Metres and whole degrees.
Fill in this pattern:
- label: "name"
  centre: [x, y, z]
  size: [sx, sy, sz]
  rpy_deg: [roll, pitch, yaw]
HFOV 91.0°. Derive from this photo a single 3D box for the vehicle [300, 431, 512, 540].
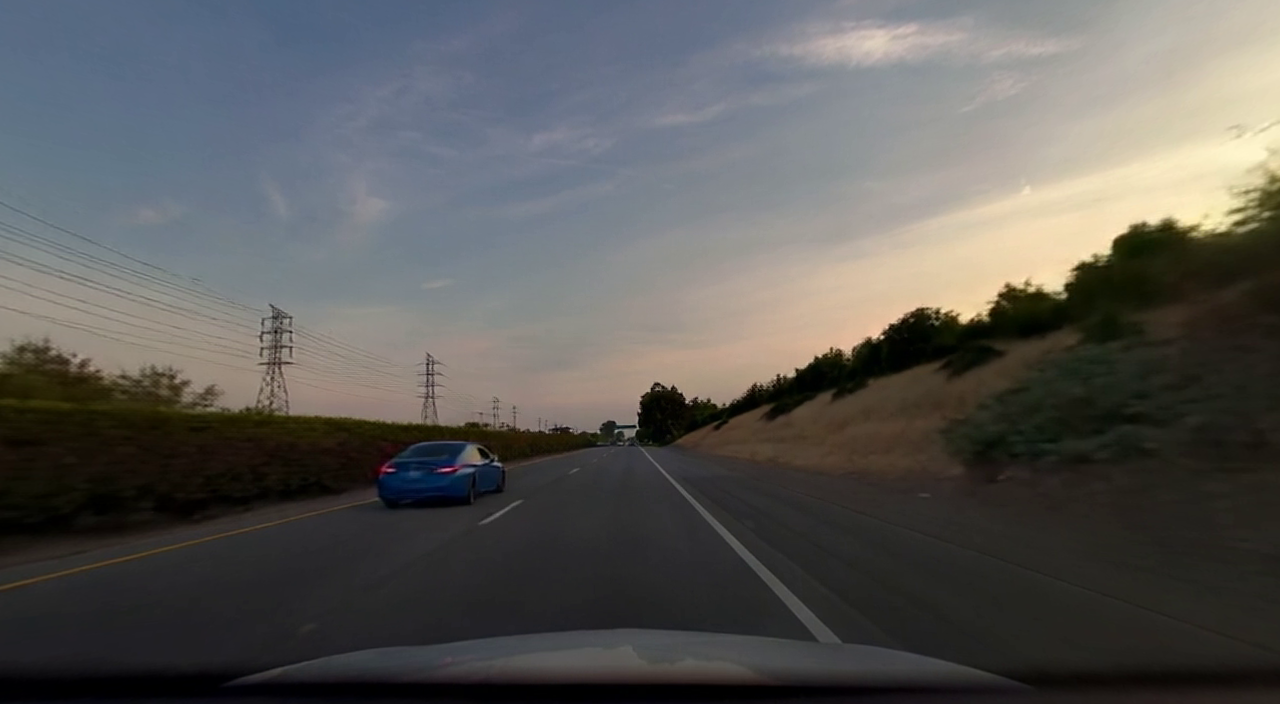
- label: "vehicle"
  centre: [-3.972, 2.316, 11.770]
  size: [2.158, 1.604, 4.679]
  rpy_deg: [0, -8, 0]
